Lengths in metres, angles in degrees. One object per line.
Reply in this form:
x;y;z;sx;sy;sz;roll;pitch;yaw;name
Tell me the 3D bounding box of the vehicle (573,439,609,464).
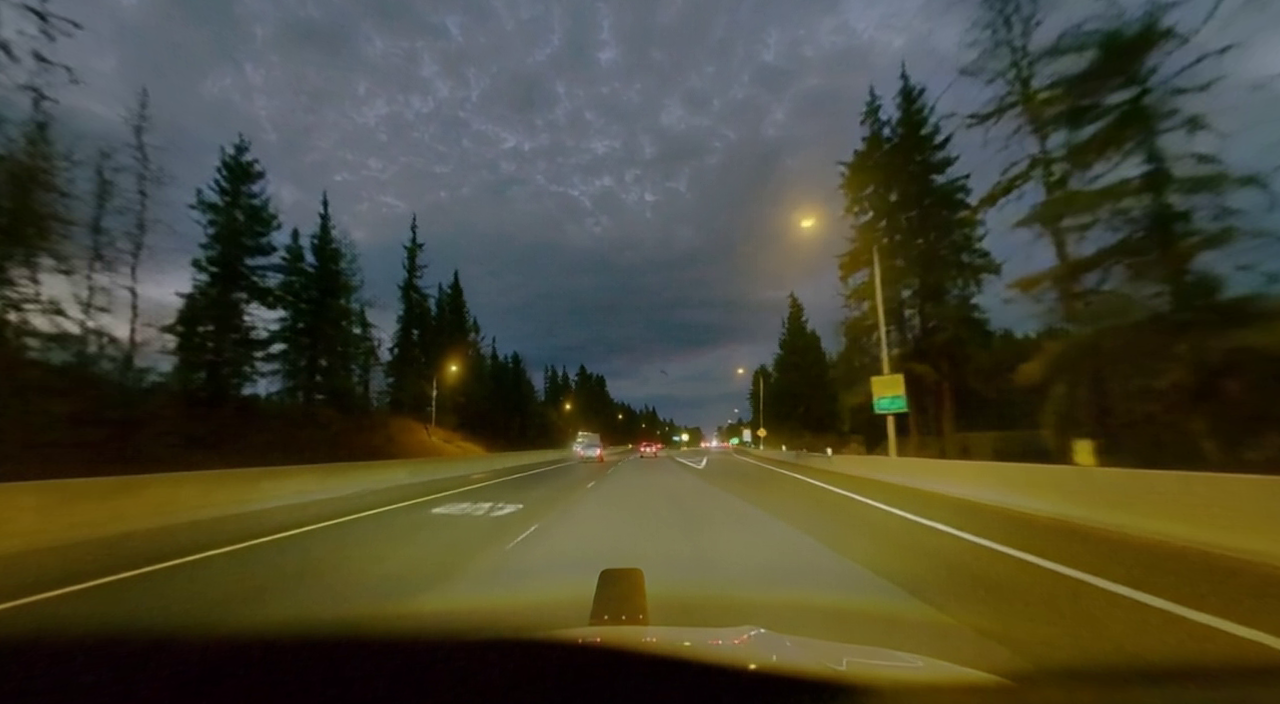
-3.491;7.207;45.789;2.129;1.742;4.217;0;-8;2;vehicle
